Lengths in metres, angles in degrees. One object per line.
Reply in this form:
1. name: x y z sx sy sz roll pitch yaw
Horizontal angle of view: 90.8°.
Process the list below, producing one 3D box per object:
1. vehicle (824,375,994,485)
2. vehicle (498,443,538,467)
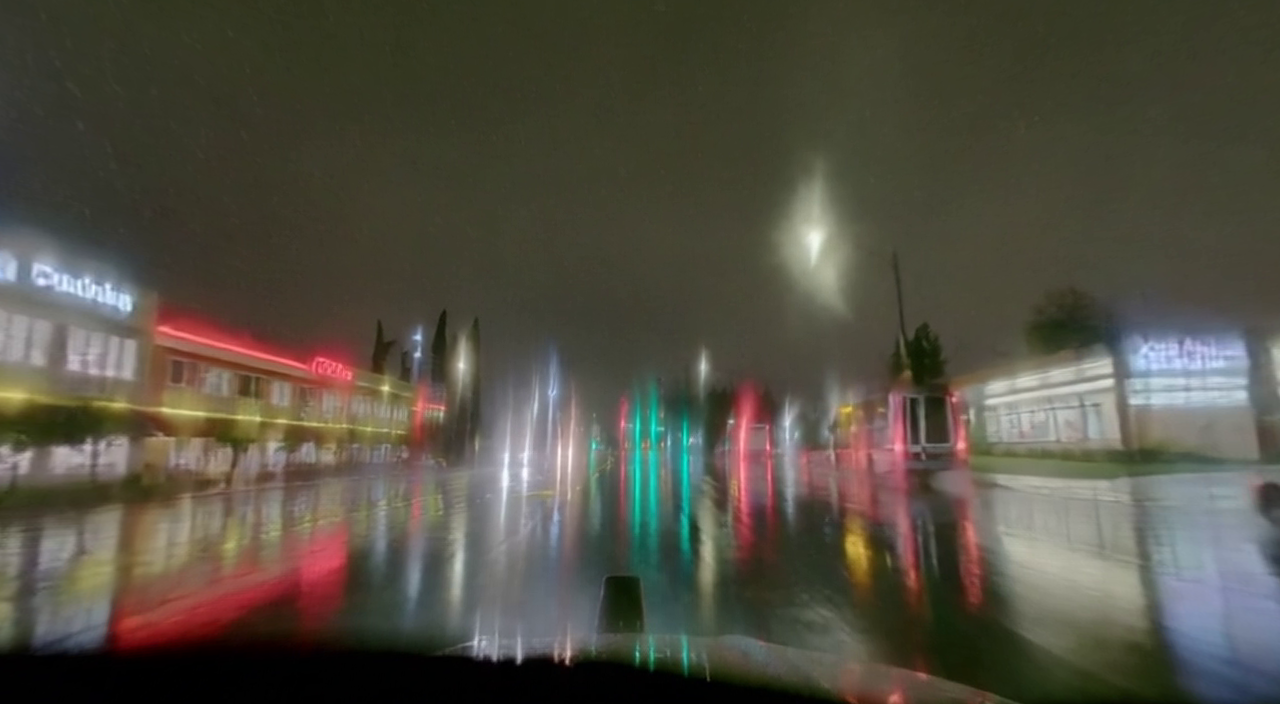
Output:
1. vehicle: 9.921 3.090 24.596 2.897 3.584 7.857 0 -8 -2
2. vehicle: -8.984 7.580 46.855 1.939 1.643 4.975 0 -8 1
